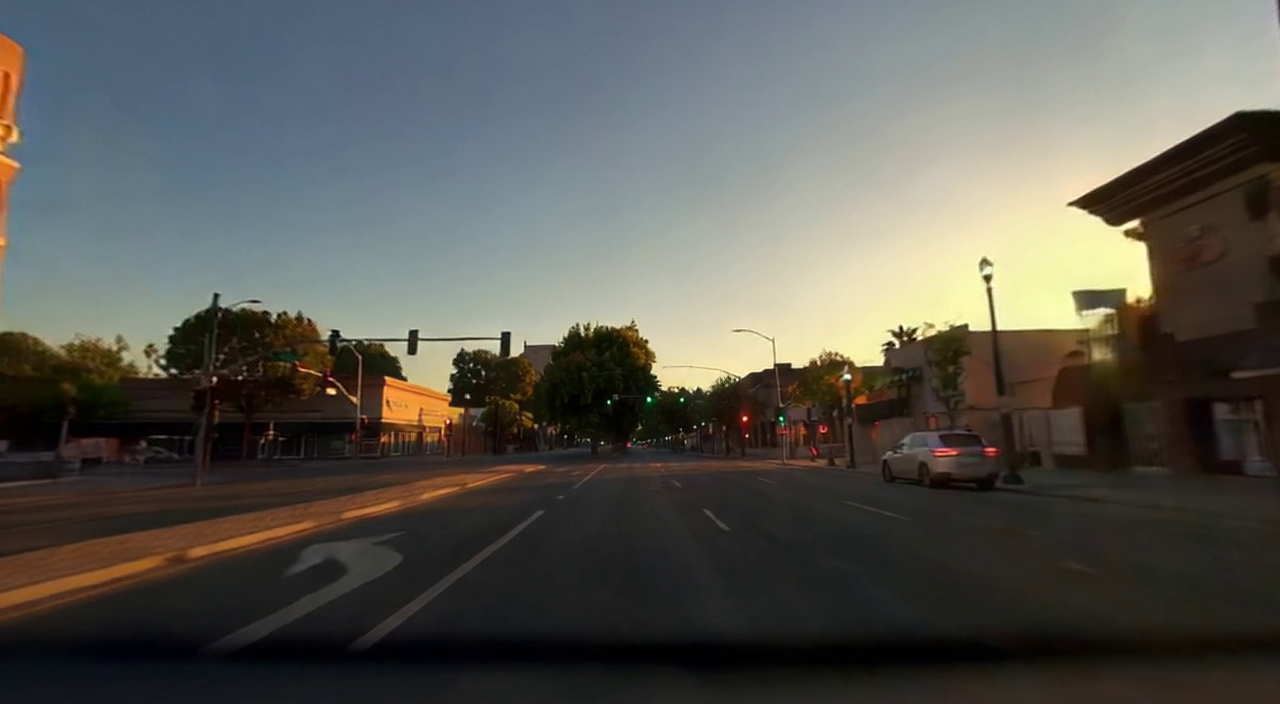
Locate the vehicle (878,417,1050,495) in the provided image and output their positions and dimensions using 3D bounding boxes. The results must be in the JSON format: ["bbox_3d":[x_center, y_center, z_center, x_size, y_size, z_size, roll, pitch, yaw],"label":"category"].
[{"bbox_3d":[9.985,3.279,20.241,2.273,2.103,5.788,0,-8,-2],"label":"vehicle"}]
